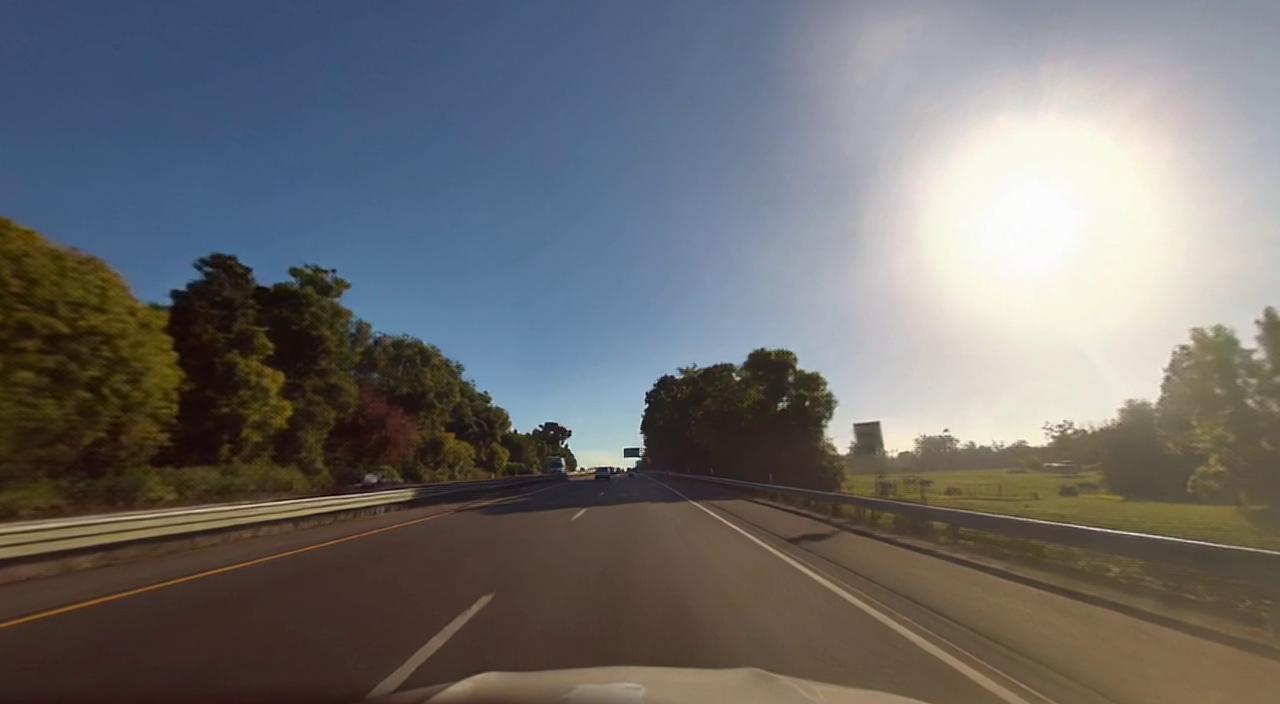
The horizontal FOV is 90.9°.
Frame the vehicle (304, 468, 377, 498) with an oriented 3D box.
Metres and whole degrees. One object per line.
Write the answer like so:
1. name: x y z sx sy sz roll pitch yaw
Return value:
1. vehicle: -15.842 6.956 33.629 1.839 1.472 4.131 1 -10 0
